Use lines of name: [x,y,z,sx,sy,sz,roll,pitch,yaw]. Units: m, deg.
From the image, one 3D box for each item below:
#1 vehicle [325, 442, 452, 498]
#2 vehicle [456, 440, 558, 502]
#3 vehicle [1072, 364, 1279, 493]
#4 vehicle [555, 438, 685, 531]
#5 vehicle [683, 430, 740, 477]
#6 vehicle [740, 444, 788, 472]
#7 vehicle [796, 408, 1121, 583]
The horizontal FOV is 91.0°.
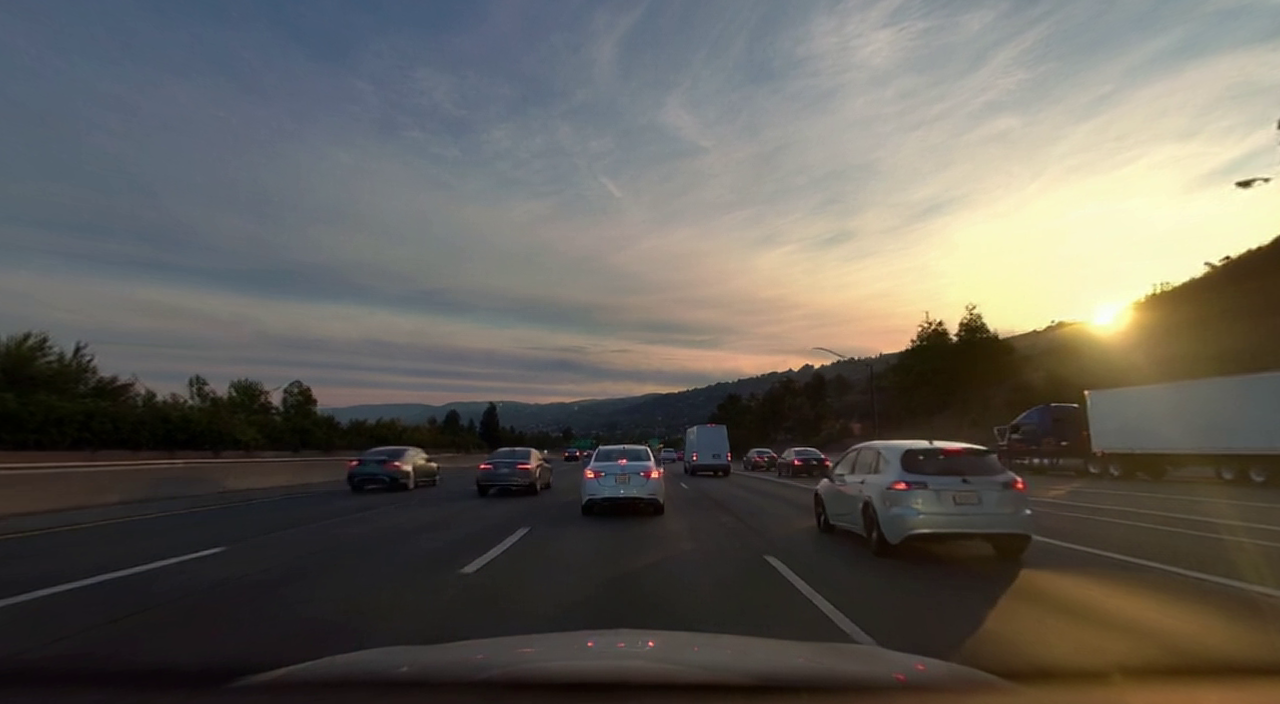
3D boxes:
vehicle: [-7.881,3.724,20.352,2.032,1.549,4.850,0,-9,1]
vehicle: [-3.667,3.375,18.225,1.926,1.542,4.329,0,-9,1]
vehicle: [21.392,2.820,22.501,2.970,4.079,10.086,3,-9,-14]
vehicle: [-0.295,2.487,12.430,2.132,1.499,4.038,0,-9,1]
vehicle: [3.727,5.425,33.847,2.440,2.313,5.266,0,-9,0]
vehicle: [7.564,6.511,38.837,2.055,1.650,4.241,0,-9,-1]
vehicle: [3.593,1.698,8.192,2.053,1.666,4.106,0,-9,0]
